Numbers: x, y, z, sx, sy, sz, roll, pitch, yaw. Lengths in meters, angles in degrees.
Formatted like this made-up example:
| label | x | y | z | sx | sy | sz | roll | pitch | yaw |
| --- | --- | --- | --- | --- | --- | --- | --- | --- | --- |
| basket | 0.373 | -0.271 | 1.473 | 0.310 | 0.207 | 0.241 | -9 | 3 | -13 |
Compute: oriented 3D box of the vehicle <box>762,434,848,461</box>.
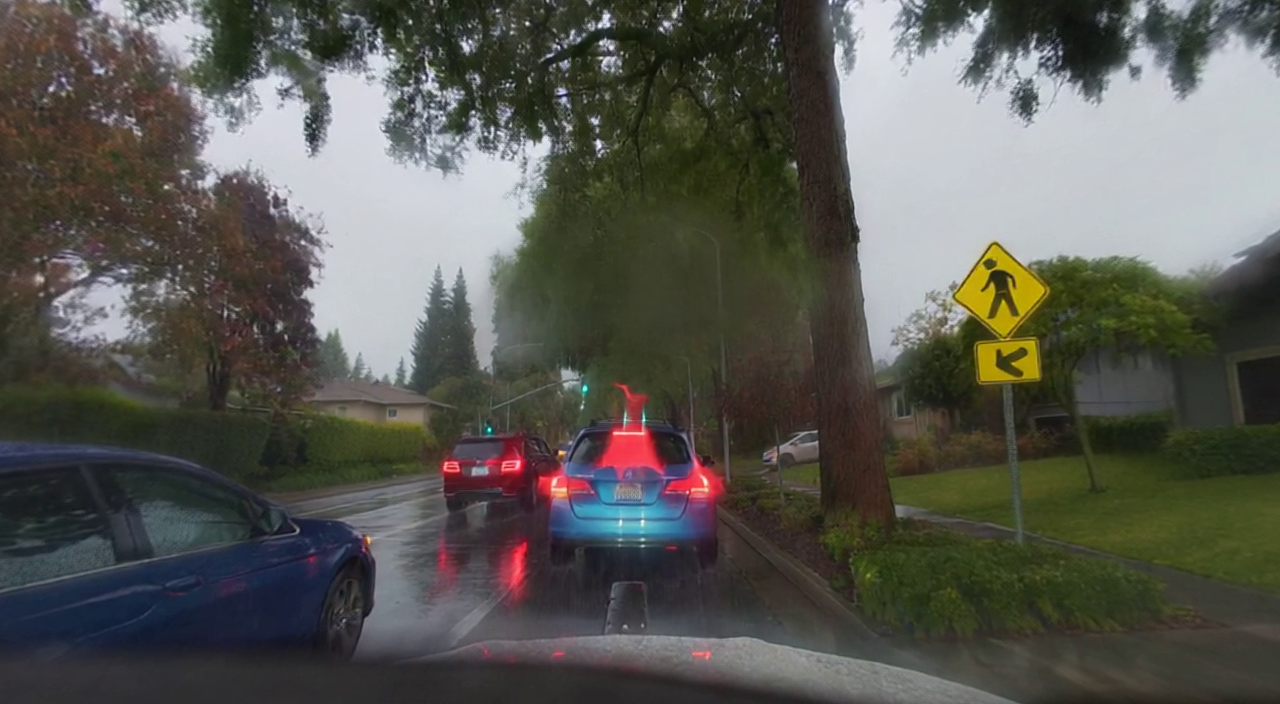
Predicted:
| label | x | y | z | sx | sy | sz | roll | pitch | yaw |
| --- | --- | --- | --- | --- | --- | --- | --- | --- | --- |
| vehicle | 9.320 | 5.439 | 35.852 | 4.456 | 1.504 | 1.914 | -1 | -9 | 6 |

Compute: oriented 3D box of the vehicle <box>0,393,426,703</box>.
| label | x | y | z | sx | sy | sz | roll | pitch | yaw |
| --- | --- | --- | --- | --- | --- | --- | --- | --- | --- |
| vehicle | -2.866 | 1.036 | 2.985 | 1.968 | 1.472 | 4.685 | 0 | -9 | 1 |

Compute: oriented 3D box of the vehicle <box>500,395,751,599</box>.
| label | x | y | z | sx | sy | sz | roll | pitch | yaw |
| --- | --- | --- | --- | --- | --- | --- | --- | --- | --- |
| vehicle | -0.130 | 1.520 | 7.369 | 2.120 | 1.718 | 3.909 | 0 | -9 | 0 |

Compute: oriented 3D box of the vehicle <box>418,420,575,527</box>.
| label | x | y | z | sx | sy | sz | roll | pitch | yaw |
| --- | --- | --- | --- | --- | --- | --- | --- | --- | --- |
| vehicle | -2.574 | 2.303 | 12.482 | 2.000 | 1.737 | 4.133 | 0 | -9 | 2 |
